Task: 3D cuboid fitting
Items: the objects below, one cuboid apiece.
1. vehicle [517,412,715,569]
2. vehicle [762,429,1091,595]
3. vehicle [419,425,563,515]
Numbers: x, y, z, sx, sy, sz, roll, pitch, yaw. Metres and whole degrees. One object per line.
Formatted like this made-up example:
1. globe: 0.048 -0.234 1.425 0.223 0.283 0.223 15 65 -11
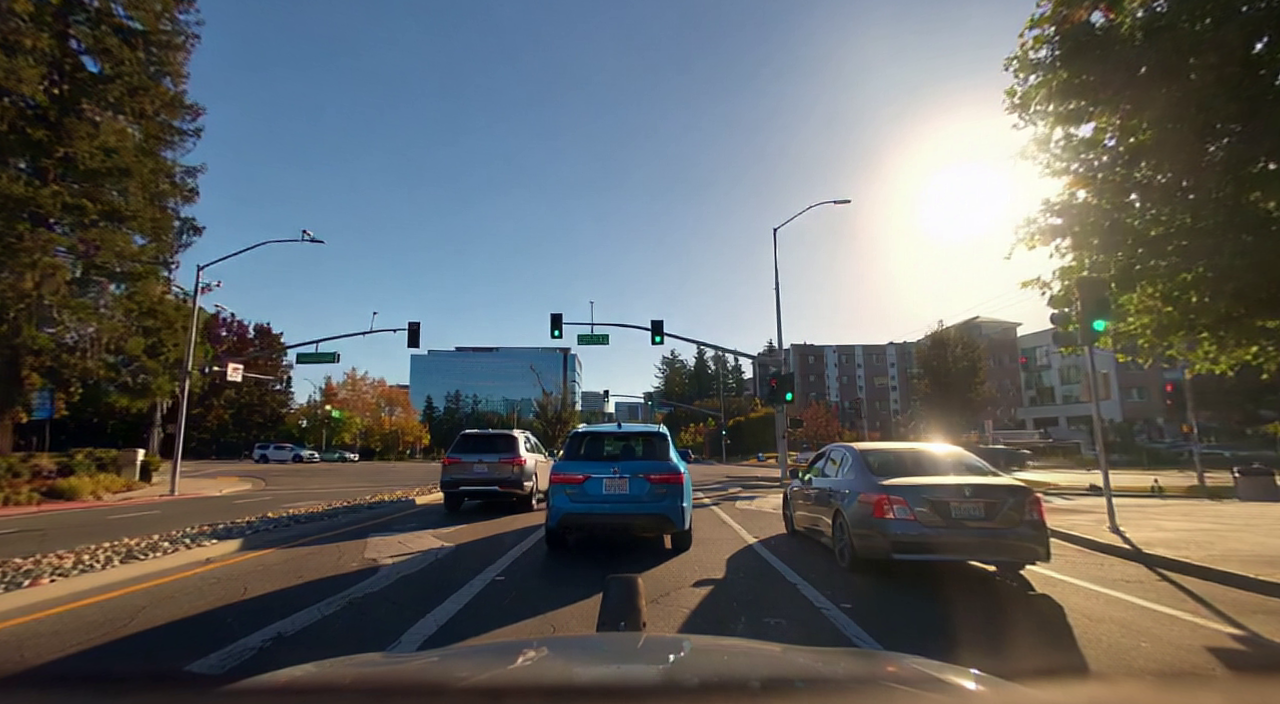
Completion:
1. vehicle: -0.239 1.792 8.883 2.108 1.654 4.235 0 -8 0
2. vehicle: 3.020 1.777 7.957 2.056 1.468 4.520 0 -8 0
3. vehicle: -3.013 2.486 13.699 1.987 1.633 4.005 0 -8 3
